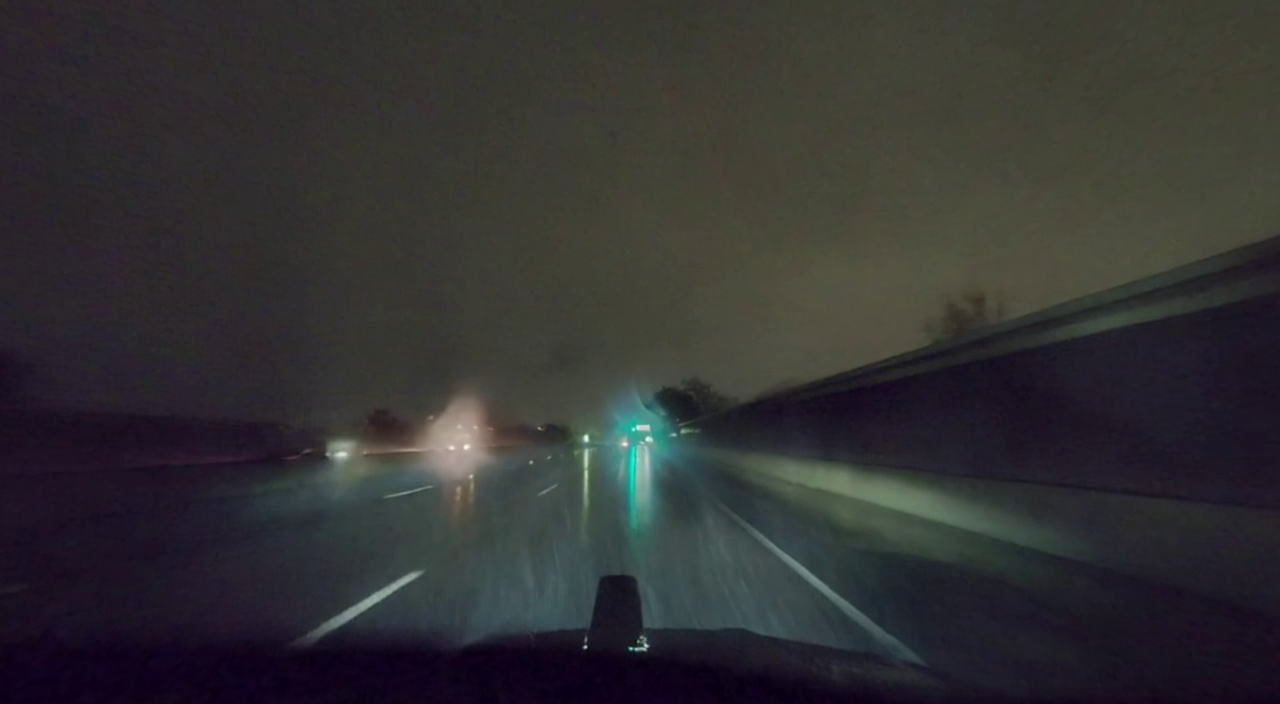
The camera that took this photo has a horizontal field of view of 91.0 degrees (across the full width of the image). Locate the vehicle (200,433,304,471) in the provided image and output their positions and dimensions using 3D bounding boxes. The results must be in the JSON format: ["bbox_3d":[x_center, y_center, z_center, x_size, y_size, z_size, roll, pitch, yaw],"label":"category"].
[{"bbox_3d":[-16.501,4.263,27.032,1.858,1.489,4.072,0,-8,0],"label":"vehicle"}]

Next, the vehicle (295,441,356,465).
[{"bbox_3d":[-21.799,6.994,43.781,1.896,1.529,4.416,0,-8,1],"label":"vehicle"}]
